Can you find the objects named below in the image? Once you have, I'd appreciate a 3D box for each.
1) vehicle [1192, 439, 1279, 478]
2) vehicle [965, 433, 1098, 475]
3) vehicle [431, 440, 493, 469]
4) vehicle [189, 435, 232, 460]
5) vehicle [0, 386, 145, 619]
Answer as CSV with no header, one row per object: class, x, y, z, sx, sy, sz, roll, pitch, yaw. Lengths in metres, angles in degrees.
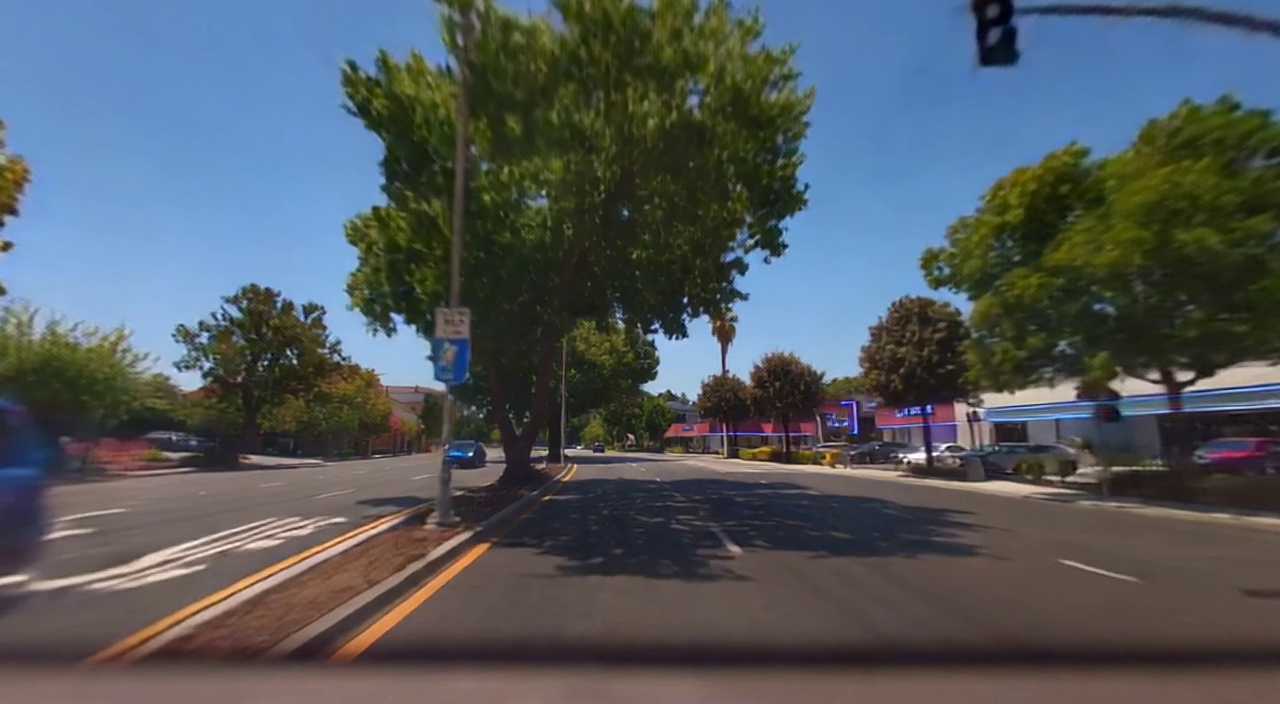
vehicle,30.730,5.223,30.981,5.610,1.800,2.254,2,-9,-8
vehicle,17.217,4.539,27.956,4.481,1.685,2.195,2,-10,-4
vehicle,-9.772,5.631,35.003,2.094,1.485,4.446,0,-9,1
vehicle,-33.579,7.480,49.480,2.072,1.840,5.198,4,-10,-27
vehicle,-5.638,0.999,3.872,2.057,1.709,4.590,1,-9,-10
